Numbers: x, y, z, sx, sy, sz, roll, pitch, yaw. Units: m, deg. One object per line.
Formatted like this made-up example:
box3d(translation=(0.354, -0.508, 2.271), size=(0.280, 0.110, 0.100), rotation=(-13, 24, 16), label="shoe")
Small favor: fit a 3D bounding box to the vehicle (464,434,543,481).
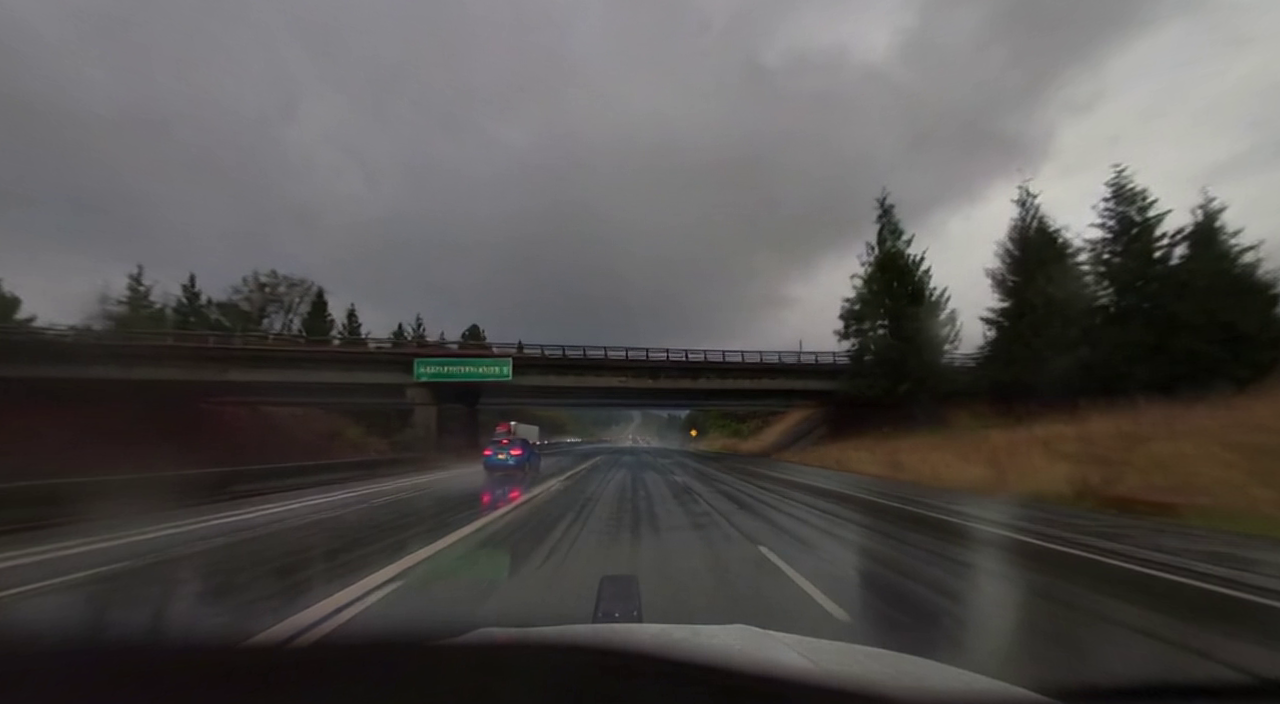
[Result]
box3d(translation=(-4.751, 3.701, 22.459), size=(1.965, 1.513, 3.774), rotation=(0, -8, 0), label="vehicle")
